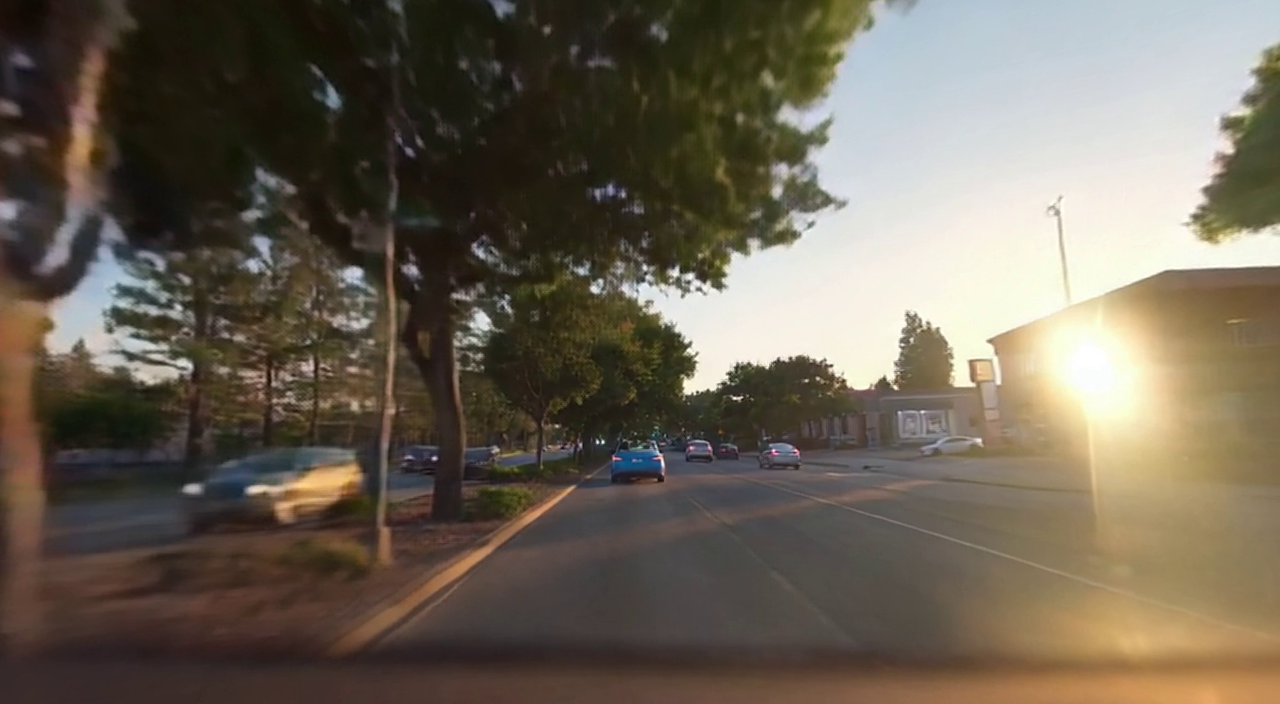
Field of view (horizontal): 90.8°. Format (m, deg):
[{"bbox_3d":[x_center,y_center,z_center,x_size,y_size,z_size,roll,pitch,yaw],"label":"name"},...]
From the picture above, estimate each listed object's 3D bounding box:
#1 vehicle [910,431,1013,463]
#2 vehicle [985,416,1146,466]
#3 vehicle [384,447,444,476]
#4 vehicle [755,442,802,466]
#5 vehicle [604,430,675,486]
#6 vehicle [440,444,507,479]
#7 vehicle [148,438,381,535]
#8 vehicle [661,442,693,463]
[{"bbox_3d":[19.456,5.733,38.366,4.932,1.514,2.327,-3,-7,-5],"label":"vehicle"},{"bbox_3d":[19.677,4.148,29.487,5.677,2.171,2.393,0,-8,4],"label":"vehicle"},{"bbox_3d":[-13.504,6.551,38.043,1.958,1.604,4.279,0,-8,0],"label":"vehicle"},{"bbox_3d":[9.124,6.761,41.991,2.045,1.484,4.342,0,-8,-2],"label":"vehicle"},{"bbox_3d":[-0.057,3.712,22.486,2.266,1.762,4.131,0,-8,-1],"label":"vehicle"},{"bbox_3d":[-7.946,5.241,30.646,1.948,1.508,4.749,0,-8,0],"label":"vehicle"},{"bbox_3d":[-7.609,2.717,13.529,2.078,1.694,4.611,-1,-8,1],"label":"vehicle"},{"bbox_3d":[2.798,7.650,48.310,2.078,1.471,4.142,0,-8,-1],"label":"vehicle"}]
